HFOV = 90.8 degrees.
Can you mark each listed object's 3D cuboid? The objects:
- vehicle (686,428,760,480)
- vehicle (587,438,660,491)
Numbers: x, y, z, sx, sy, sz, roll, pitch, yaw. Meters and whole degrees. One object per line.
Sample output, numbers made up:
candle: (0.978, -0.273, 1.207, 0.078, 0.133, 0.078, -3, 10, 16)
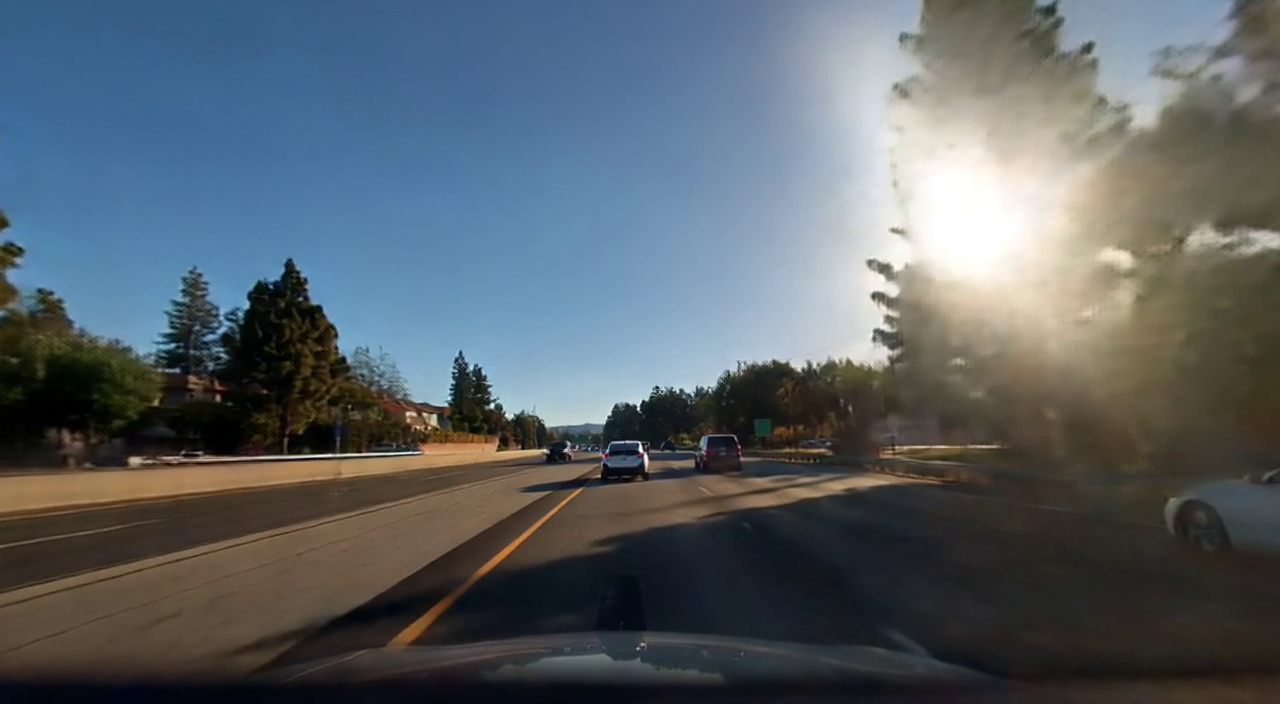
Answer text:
vehicle: (3.181, 4.043, 25.254, 2.186, 1.842, 4.553, 0, -8, -2)
vehicle: (-0.457, 3.417, 19.537, 2.040, 1.451, 3.736, 0, -8, 0)
